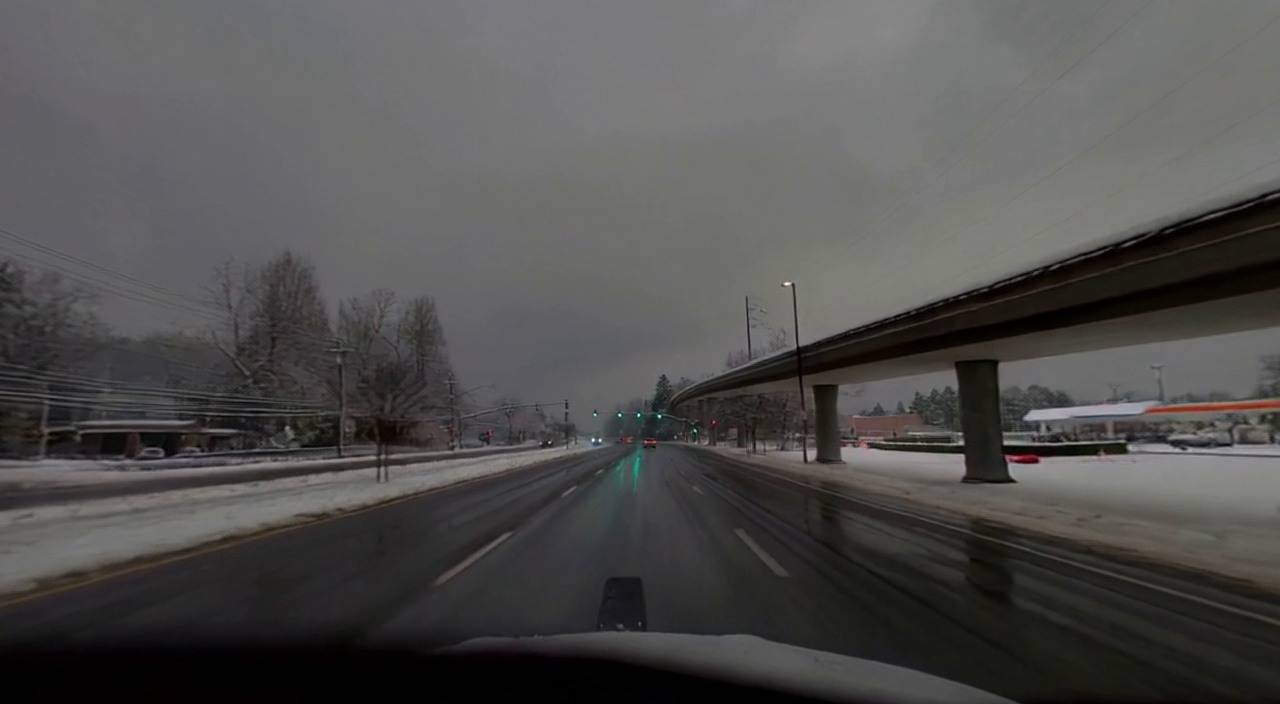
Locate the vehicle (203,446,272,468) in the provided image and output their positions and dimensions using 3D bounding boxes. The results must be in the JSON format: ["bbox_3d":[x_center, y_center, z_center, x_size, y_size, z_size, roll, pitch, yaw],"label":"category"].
[{"bbox_3d":[-28.397,7.385,44.291,4.488,1.486,1.991,-4,-9,27],"label":"vehicle"}]
